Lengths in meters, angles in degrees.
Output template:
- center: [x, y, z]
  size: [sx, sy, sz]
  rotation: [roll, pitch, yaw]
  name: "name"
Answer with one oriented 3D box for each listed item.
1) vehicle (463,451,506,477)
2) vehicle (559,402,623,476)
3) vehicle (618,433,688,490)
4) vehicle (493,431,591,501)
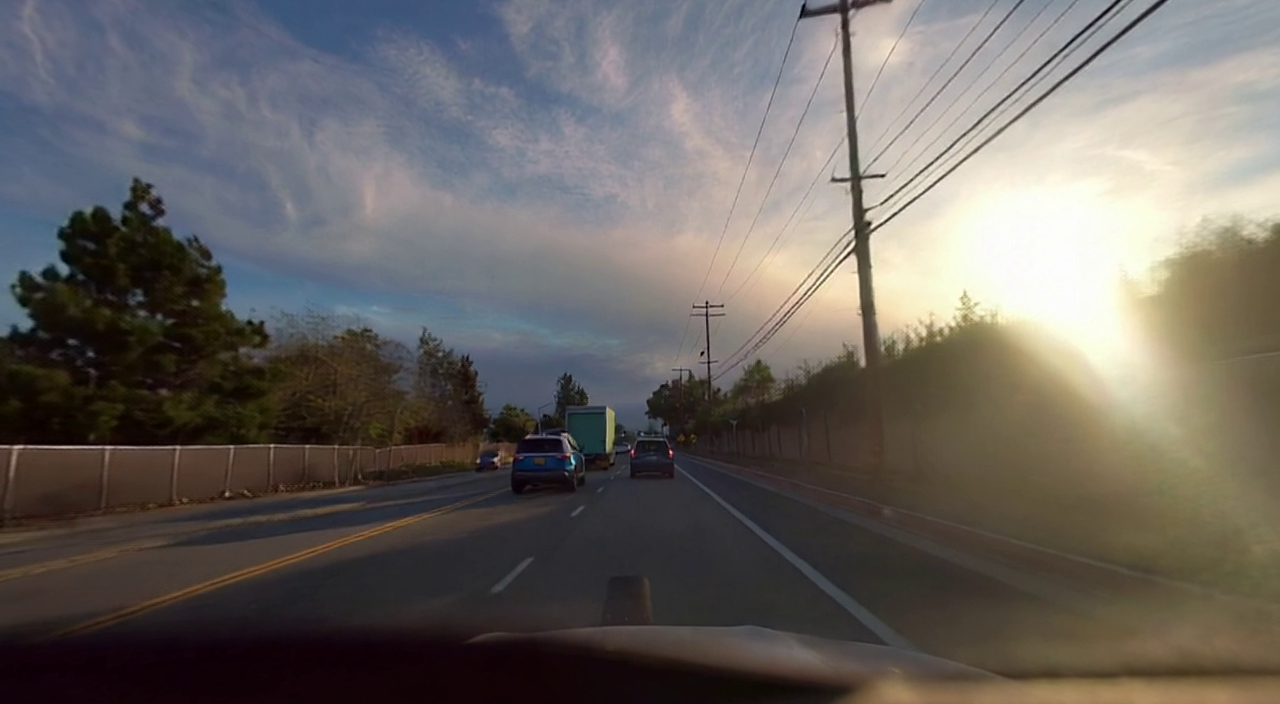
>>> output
- center: [-11.558, 8.299, 47.026]
  size: [1.959, 1.691, 4.479]
  rotation: [-4, -9, 1]
  name: "vehicle"
- center: [-2.567, 5.198, 36.944]
  size: [2.928, 3.658, 10.953]
  rotation: [0, -9, 0]
  name: "vehicle"
- center: [0.417, 3.759, 21.838]
  size: [2.174, 1.749, 4.113]
  rotation: [0, -9, 0]
  name: "vehicle"
- center: [-2.797, 3.405, 19.121]
  size: [2.093, 1.832, 4.508]
  rotation: [0, -9, 2]
  name: "vehicle"
